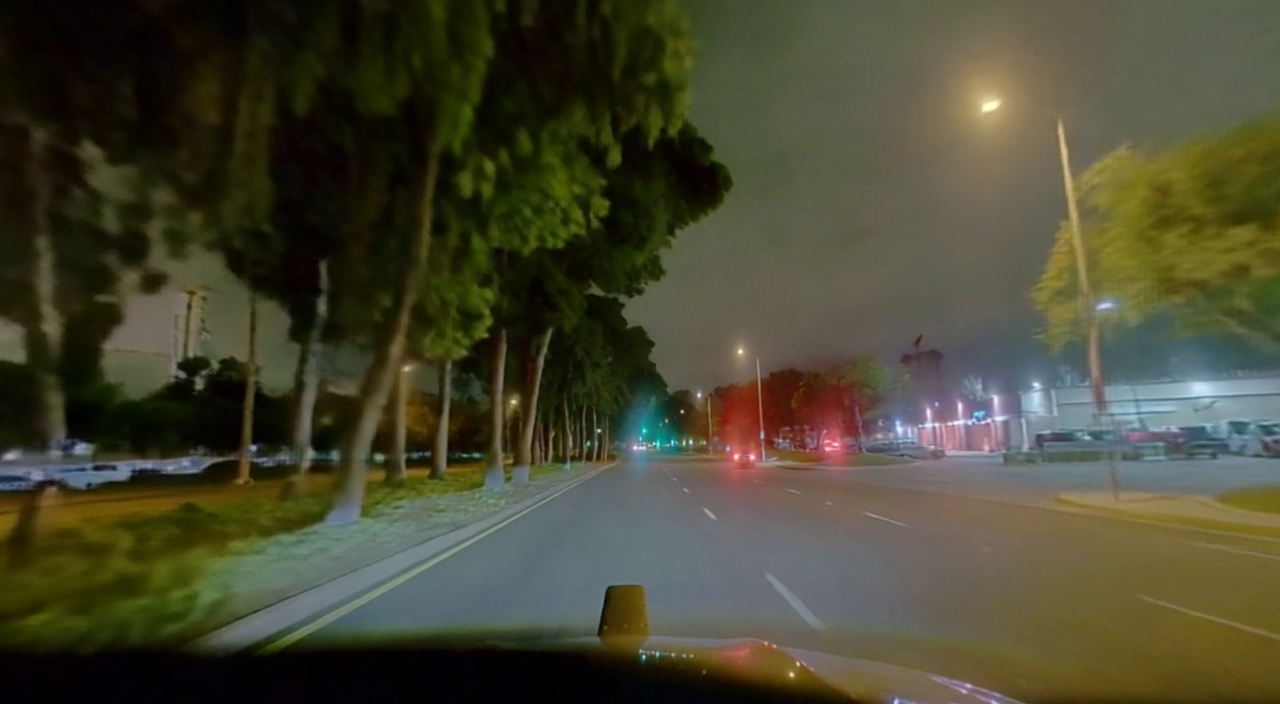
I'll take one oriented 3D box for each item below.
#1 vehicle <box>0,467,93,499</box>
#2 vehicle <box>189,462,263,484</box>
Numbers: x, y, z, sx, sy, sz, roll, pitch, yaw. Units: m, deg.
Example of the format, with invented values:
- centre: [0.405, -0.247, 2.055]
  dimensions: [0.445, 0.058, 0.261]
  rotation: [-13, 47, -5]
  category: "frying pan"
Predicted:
- centre: [-31.608, 6.750, 32.546]
  dimensions: [4.622, 1.466, 1.842]
  rotation: [4, -10, -27]
  category: "vehicle"
- centre: [-31.161, 9.094, 47.582]
  dimensions: [4.320, 1.463, 1.827]
  rotation: [4, -9, -25]
  category: "vehicle"
